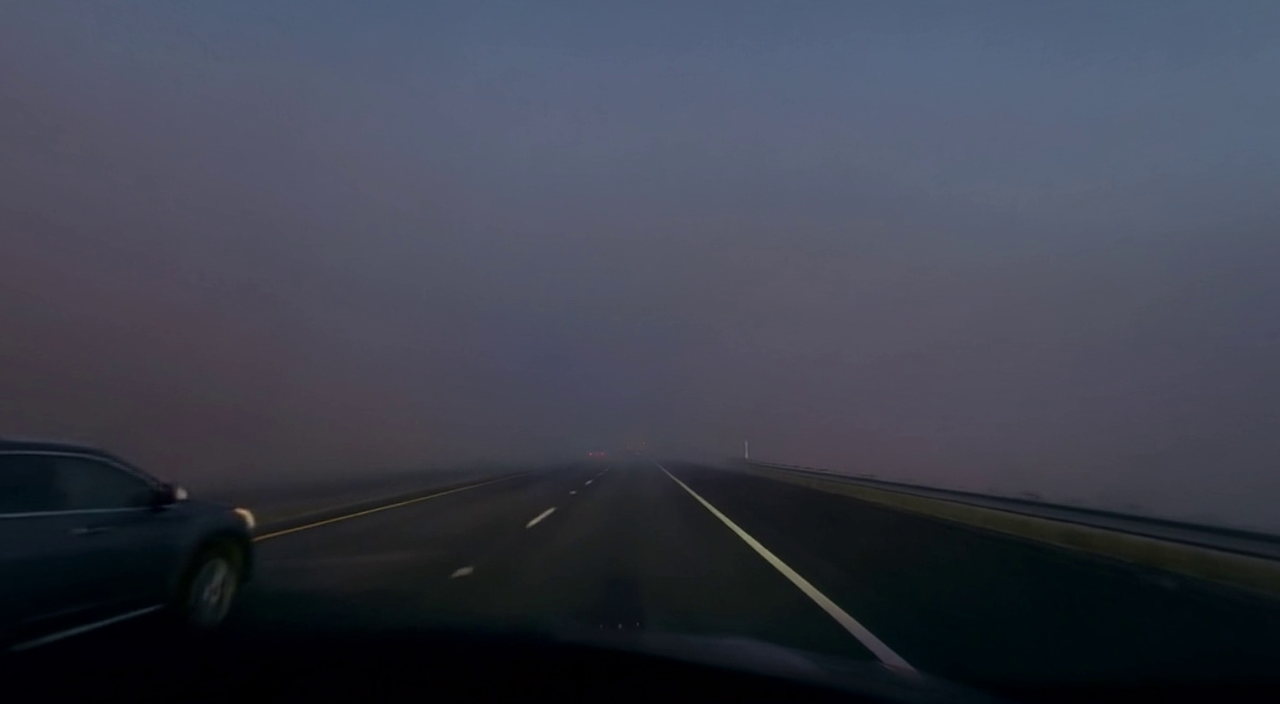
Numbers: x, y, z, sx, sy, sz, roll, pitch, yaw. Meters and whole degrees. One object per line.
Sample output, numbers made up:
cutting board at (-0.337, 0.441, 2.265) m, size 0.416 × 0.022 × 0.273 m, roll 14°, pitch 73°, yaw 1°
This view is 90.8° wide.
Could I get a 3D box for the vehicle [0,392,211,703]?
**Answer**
vehicle at (-4.067, 0.922, 2.457) m, size 1.844 × 1.620 × 4.142 m, roll 0°, pitch -9°, yaw 0°
